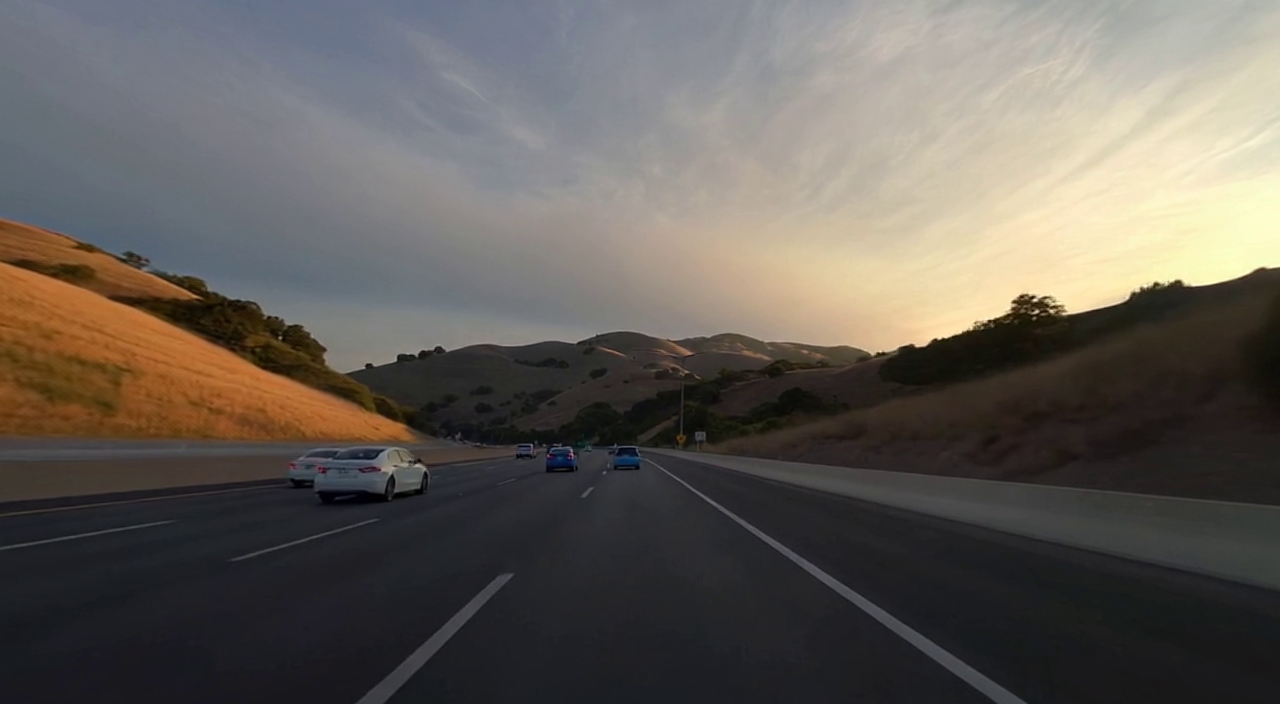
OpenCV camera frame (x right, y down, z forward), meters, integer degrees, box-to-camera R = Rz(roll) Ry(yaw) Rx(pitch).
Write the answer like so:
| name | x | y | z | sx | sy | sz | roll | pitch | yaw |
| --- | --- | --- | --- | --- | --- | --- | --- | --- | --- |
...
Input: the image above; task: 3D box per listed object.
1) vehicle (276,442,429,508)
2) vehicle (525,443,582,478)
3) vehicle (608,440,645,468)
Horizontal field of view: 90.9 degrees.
| name | x | y | z | sx | sy | sz | roll | pitch | yaw |
| --- | --- | --- | --- | --- | --- | --- | --- | --- | --- |
| vehicle | -7.106 | 3.044 | 16.182 | 1.991 | 1.441 | 4.265 | 0 | -8 | -1 |
| vehicle | -4.012 | 5.072 | 29.964 | 2.144 | 1.505 | 4.649 | 0 | -8 | -1 |
| vehicle | -0.900 | 6.528 | 40.468 | 2.225 | 1.674 | 4.044 | 0 | -8 | -2 |
